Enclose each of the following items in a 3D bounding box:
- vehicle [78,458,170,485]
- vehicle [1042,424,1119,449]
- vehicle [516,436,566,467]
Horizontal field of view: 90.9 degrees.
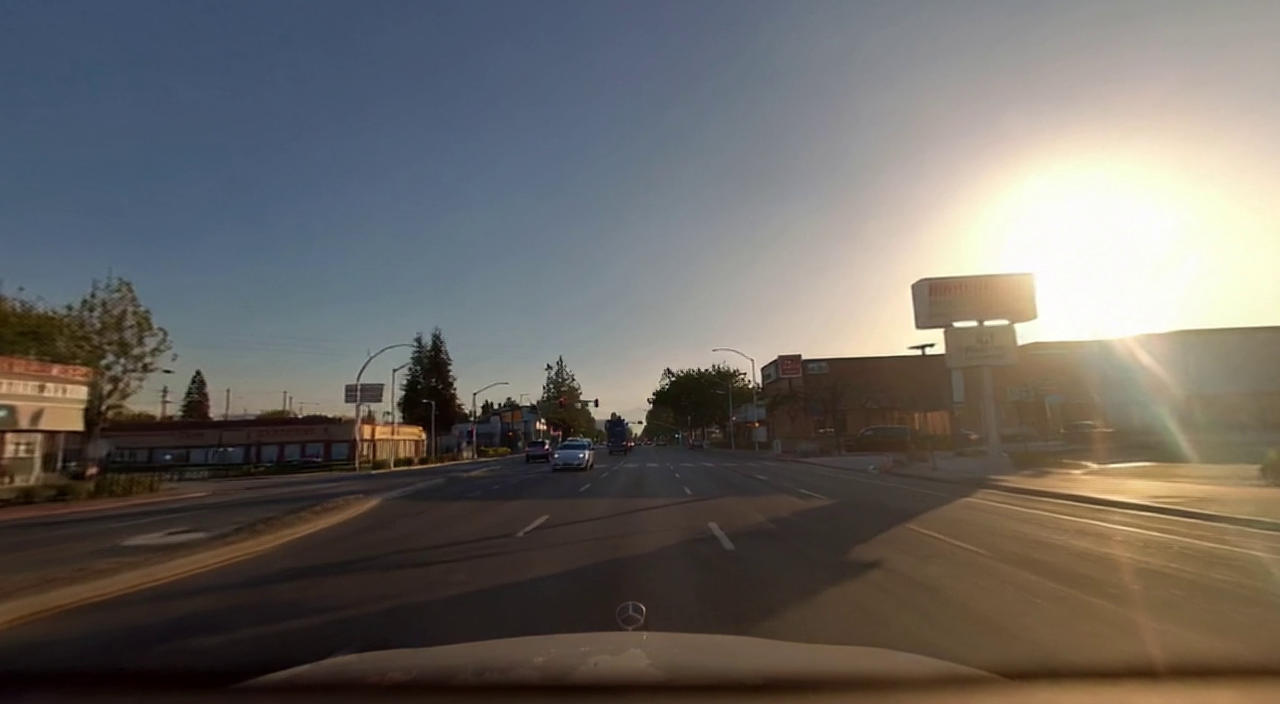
[{"bbox_3d":[-35.625,8.238,43.613,4.485,1.772,2.149,0,-8,2],"label":"vehicle"},{"bbox_3d":[27.088,5.229,38.951,1.796,1.453,4.296,0,-8,3],"label":"vehicle"},{"bbox_3d":[-5.894,5.978,38.058,2.179,1.750,4.621,0,-8,1],"label":"vehicle"}]
